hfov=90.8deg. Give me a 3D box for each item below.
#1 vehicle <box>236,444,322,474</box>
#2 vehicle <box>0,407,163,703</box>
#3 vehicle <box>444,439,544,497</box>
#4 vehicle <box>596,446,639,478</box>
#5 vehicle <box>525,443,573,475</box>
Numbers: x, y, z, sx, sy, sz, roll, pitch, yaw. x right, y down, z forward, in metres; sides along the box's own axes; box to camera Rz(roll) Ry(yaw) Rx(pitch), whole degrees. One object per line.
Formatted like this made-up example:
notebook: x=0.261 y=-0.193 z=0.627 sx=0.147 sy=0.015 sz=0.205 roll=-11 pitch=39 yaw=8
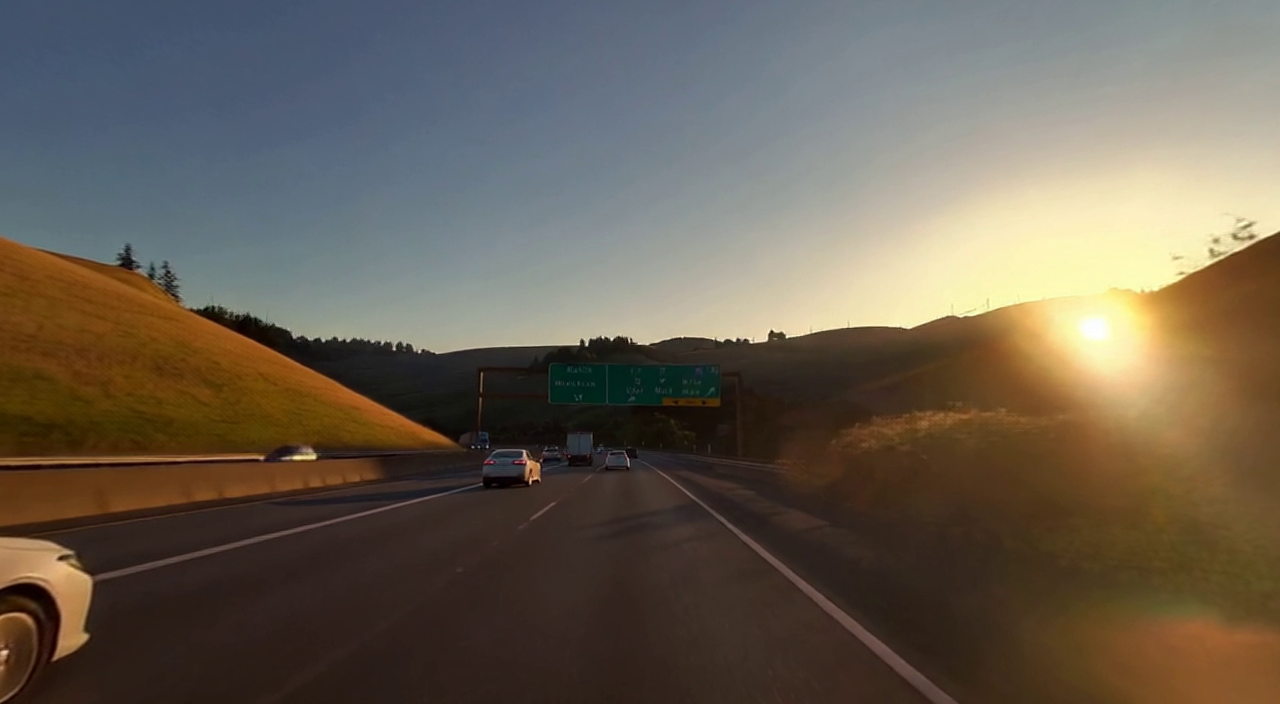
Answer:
vehicle: x=-19.207 y=5.707 z=33.810 sx=2.086 sy=1.473 sz=4.371 roll=0 pitch=-9 yaw=-1
vehicle: x=-3.928 y=0.853 z=1.886 sx=1.892 sy=1.492 sz=3.940 roll=0 pitch=-9 yaw=0
vehicle: x=-4.474 y=3.622 z=20.099 sx=2.208 sy=1.619 sz=4.162 roll=0 pitch=-9 yaw=0
vehicle: x=-1.129 y=5.418 z=31.402 sx=1.988 sy=1.440 sz=4.201 roll=0 pitch=-9 yaw=-2
vehicle: x=-4.960 y=5.876 z=34.840 sx=2.118 sy=1.624 sz=4.032 roll=0 pitch=-9 yaw=-1
